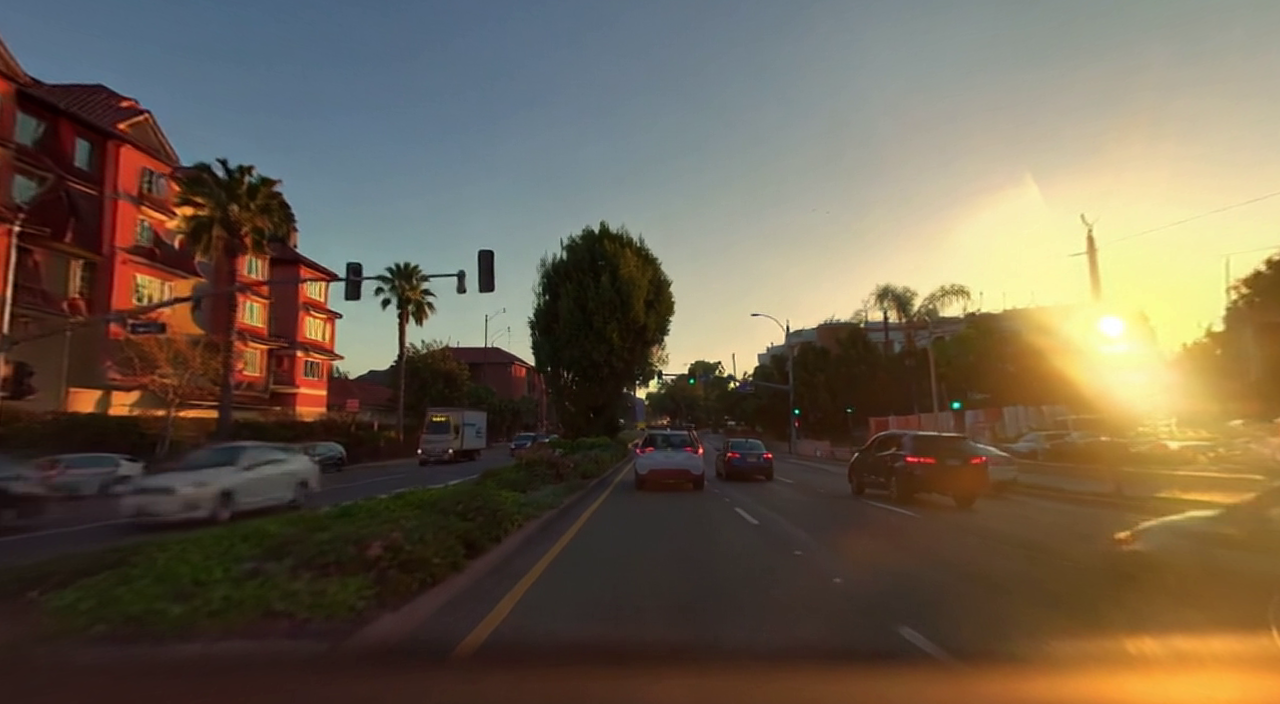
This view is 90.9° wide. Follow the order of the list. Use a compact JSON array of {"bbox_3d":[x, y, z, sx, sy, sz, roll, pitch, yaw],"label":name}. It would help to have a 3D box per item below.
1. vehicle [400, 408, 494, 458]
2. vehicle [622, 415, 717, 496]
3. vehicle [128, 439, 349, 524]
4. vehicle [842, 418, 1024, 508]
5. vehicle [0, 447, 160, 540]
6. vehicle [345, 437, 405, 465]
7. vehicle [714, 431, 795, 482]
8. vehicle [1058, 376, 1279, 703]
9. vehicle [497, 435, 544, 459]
[{"bbox_3d":[-14.506,6.409,48.886,3.100,3.378,11.784,-1,-9,2],"label":"vehicle"},{"bbox_3d":[0.822,3.143,19.362,2.487,2.115,5.444,0,-9,1],"label":"vehicle"},{"bbox_3d":[-8.250,2.665,13.531,1.937,1.530,4.107,0,-9,2],"label":"vehicle"},{"bbox_3d":[7.303,2.852,16.594,2.215,1.973,5.323,0,-9,0],"label":"vehicle"},{"bbox_3d":[-11.529,2.534,11.723,2.011,1.520,3.902,0,-9,2],"label":"vehicle"},{"bbox_3d":[-18.042,6.759,43.134,1.945,1.738,4.558,-1,-9,2],"label":"vehicle"},{"bbox_3d":[4.254,3.995,24.325,2.283,1.738,4.916,0,-9,1],"label":"vehicle"},{"bbox_3d":[3.805,0.817,2.006,1.993,1.645,4.350,0,-9,1],"label":"vehicle"},{"bbox_3d":[-7.793,6.268,41.577,2.101,1.538,4.253,-1,-9,2],"label":"vehicle"}]
